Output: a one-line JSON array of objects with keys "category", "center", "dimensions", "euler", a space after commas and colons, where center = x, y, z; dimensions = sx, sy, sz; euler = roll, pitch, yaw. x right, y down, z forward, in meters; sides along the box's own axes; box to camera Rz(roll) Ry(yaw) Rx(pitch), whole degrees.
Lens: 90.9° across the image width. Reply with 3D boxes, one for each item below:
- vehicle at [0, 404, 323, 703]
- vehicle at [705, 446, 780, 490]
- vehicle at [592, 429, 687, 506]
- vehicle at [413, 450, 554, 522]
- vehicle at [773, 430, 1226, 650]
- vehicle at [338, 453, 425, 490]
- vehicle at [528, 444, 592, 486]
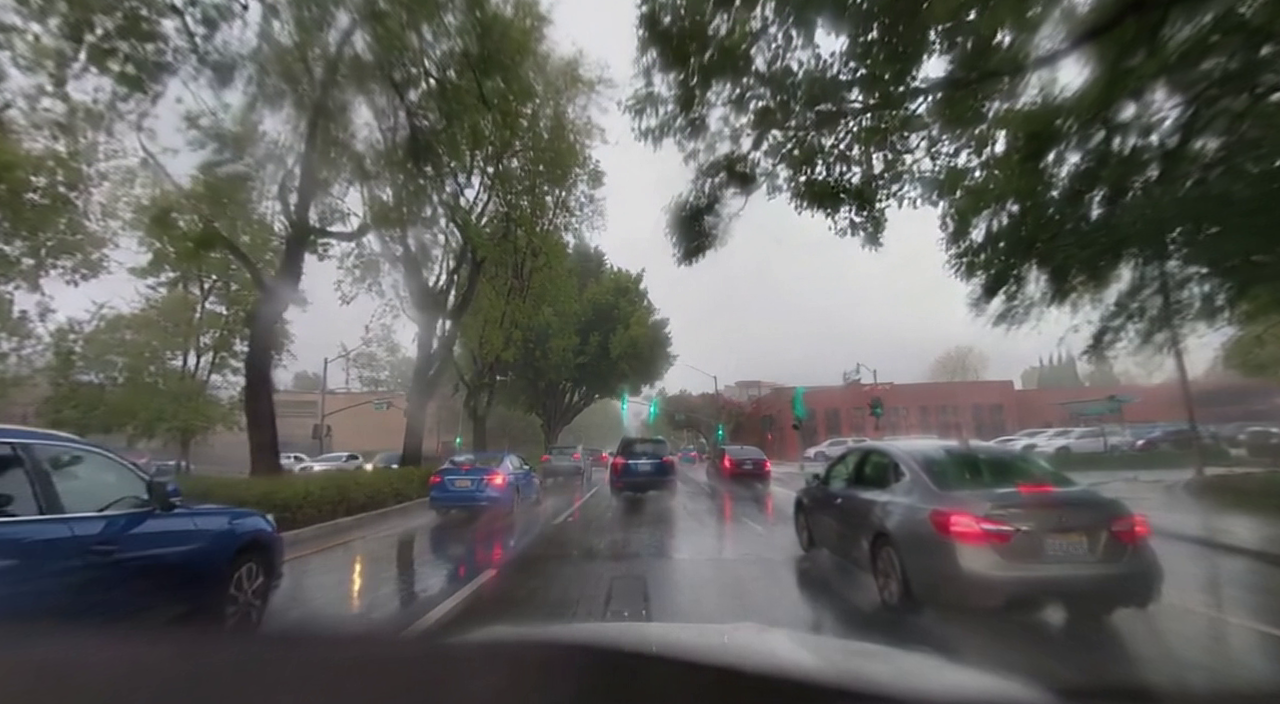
[{"category": "vehicle", "center": [-3.979, 1.109, 3.503], "dimensions": [2.173, 1.536, 4.285], "euler": [0, -8, 0]}, {"category": "vehicle", "center": [3.671, 4.245, 23.446], "dimensions": [2.058, 1.472, 4.317], "euler": [0, -8, 0]}, {"category": "vehicle", "center": [0.012, 3.224, 18.056], "dimensions": [2.361, 1.898, 4.465], "euler": [0, -8, 1]}, {"category": "vehicle", "center": [-3.333, 2.931, 14.323], "dimensions": [2.115, 1.369, 3.908], "euler": [0, -8, 1]}, {"category": "vehicle", "center": [2.927, 1.619, 6.606], "dimensions": [2.052, 1.475, 4.540], "euler": [0, -8, 0]}, {"category": "vehicle", "center": [-12.053, 5.563, 29.798], "dimensions": [2.069, 1.539, 4.595], "euler": [0, -8, 1]}, {"category": "vehicle", "center": [-3.312, 4.784, 26.953], "dimensions": [2.130, 1.645, 3.995], "euler": [0, -8, 1]}]
